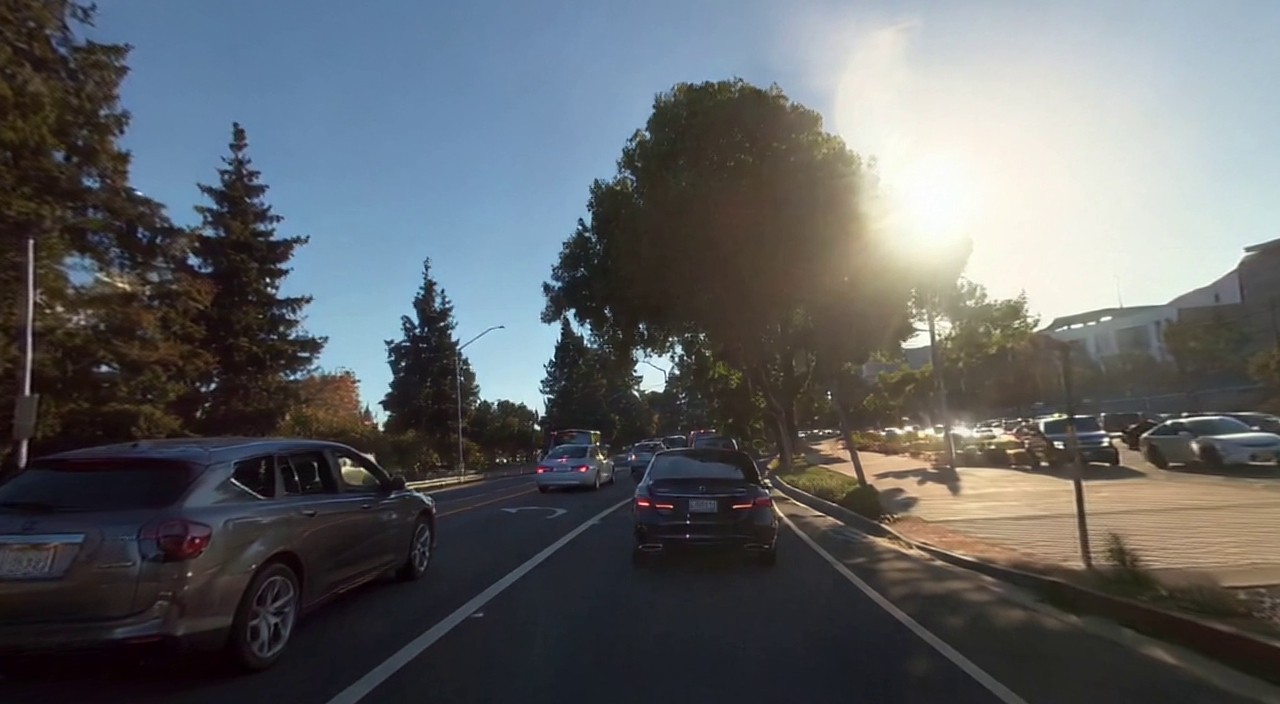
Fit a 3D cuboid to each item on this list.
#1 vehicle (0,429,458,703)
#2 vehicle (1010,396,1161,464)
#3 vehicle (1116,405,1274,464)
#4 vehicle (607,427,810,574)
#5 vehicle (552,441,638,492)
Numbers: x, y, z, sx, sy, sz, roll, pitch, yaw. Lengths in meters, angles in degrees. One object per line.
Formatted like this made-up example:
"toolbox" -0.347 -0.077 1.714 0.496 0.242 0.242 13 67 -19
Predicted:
"vehicle" -3.199 1.457 5.186 1.940 1.502 4.241 -1 -9 3
"vehicle" 14.215 2.615 20.511 2.288 1.933 4.612 -2 -9 13
"vehicle" 17.247 2.627 19.876 1.803 1.518 3.893 -7 -9 10
"vehicle" 0.883 1.891 8.823 2.142 1.528 4.133 -1 -9 5
"vehicle" -1.361 3.773 21.087 1.870 1.490 4.187 -2 -9 10
